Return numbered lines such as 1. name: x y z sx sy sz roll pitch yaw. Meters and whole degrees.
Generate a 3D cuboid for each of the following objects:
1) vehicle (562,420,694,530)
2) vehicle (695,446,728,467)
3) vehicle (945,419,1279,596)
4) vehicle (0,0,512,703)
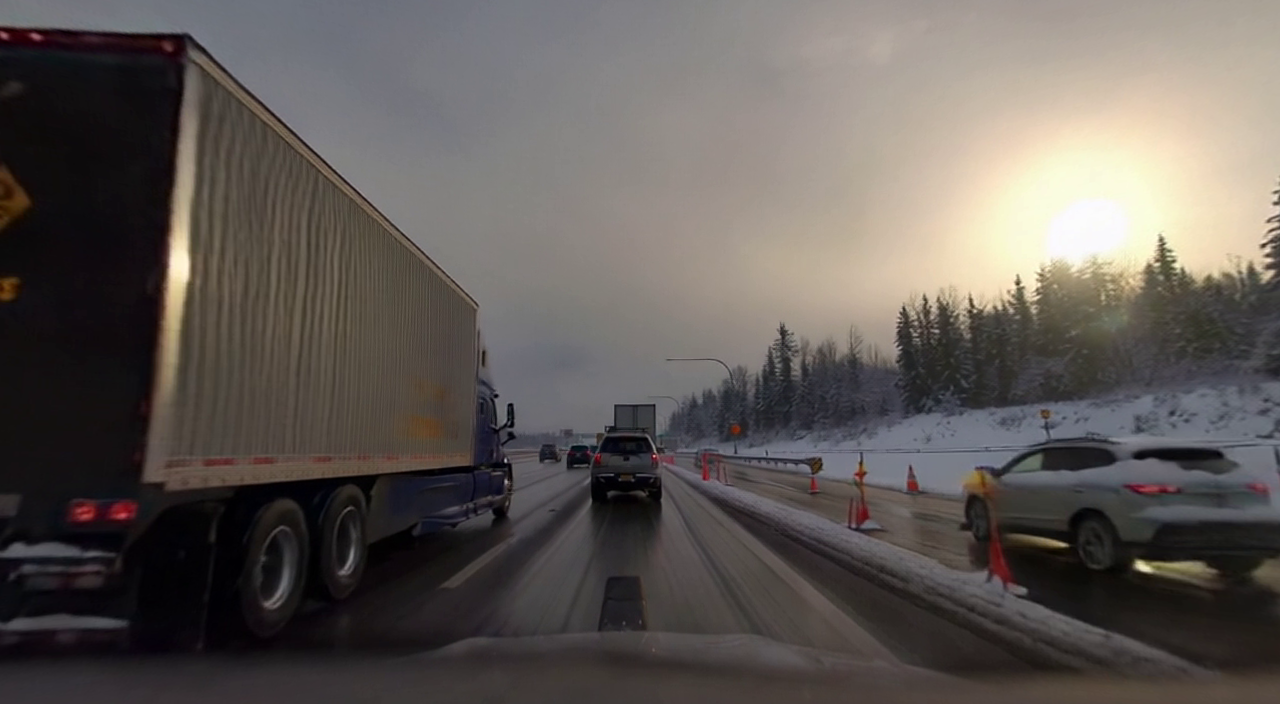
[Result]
1. vehicle: -0.236 2.314 12.373 2.152 1.779 3.924 0 -9 -1
2. vehicle: 5.338 7.866 47.474 1.918 1.479 4.571 0 -9 -1
3. vehicle: 5.739 1.722 7.784 1.937 1.601 3.798 0 -9 -1
4. vehicle: -3.796 0.418 7.032 2.990 3.885 8.243 0 -9 0
